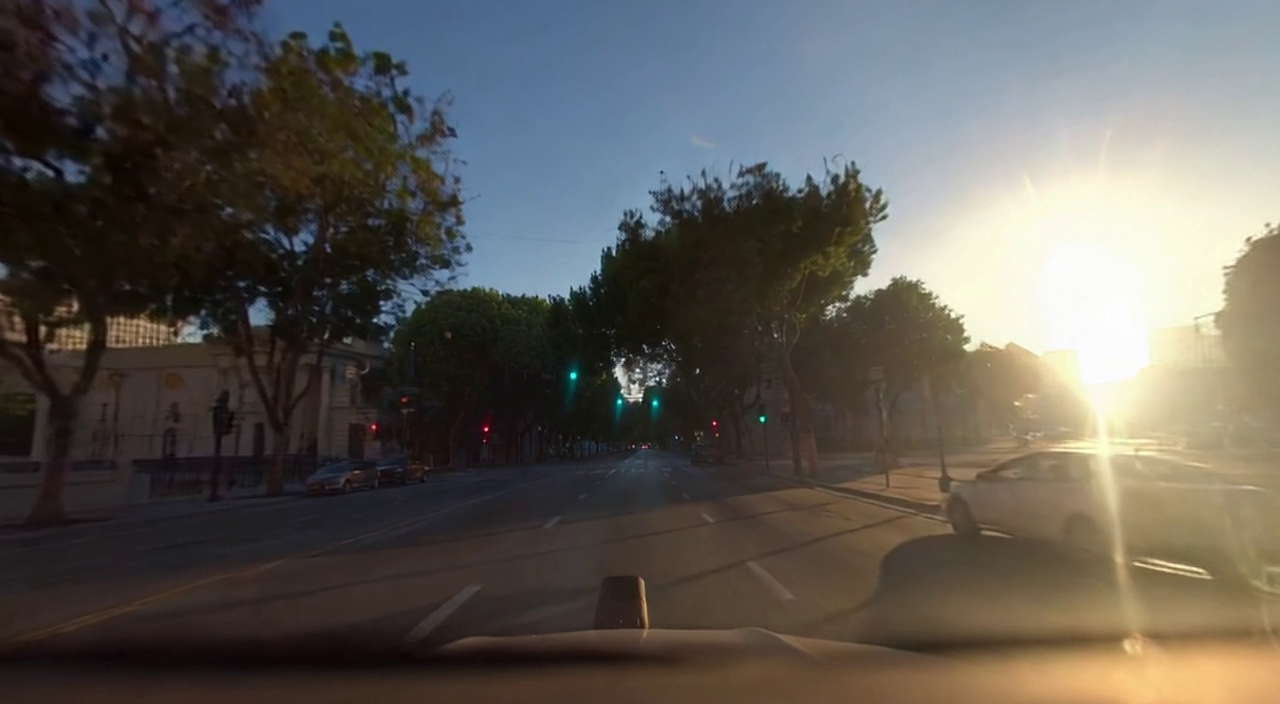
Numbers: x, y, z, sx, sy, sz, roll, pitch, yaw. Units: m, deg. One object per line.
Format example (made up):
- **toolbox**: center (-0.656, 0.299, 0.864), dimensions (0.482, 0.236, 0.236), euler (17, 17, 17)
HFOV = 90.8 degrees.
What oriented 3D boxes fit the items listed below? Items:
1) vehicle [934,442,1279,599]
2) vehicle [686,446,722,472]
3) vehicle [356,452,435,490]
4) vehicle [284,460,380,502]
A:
- **vehicle**: center (6.081, 1.937, 8.328), dimensions (2.091, 1.445, 4.678), euler (0, -9, -1)
- **vehicle**: center (4.040, 6.651, 39.533), dimensions (2.085, 1.530, 4.125), euler (-1, -9, 7)
- **vehicle**: center (-12.641, 6.148, 33.102), dimensions (2.011, 1.668, 5.474), euler (-1, -8, -1)
- **vehicle**: center (-12.485, 5.231, 25.990), dimensions (1.767, 1.455, 4.389), euler (0, -9, 0)
